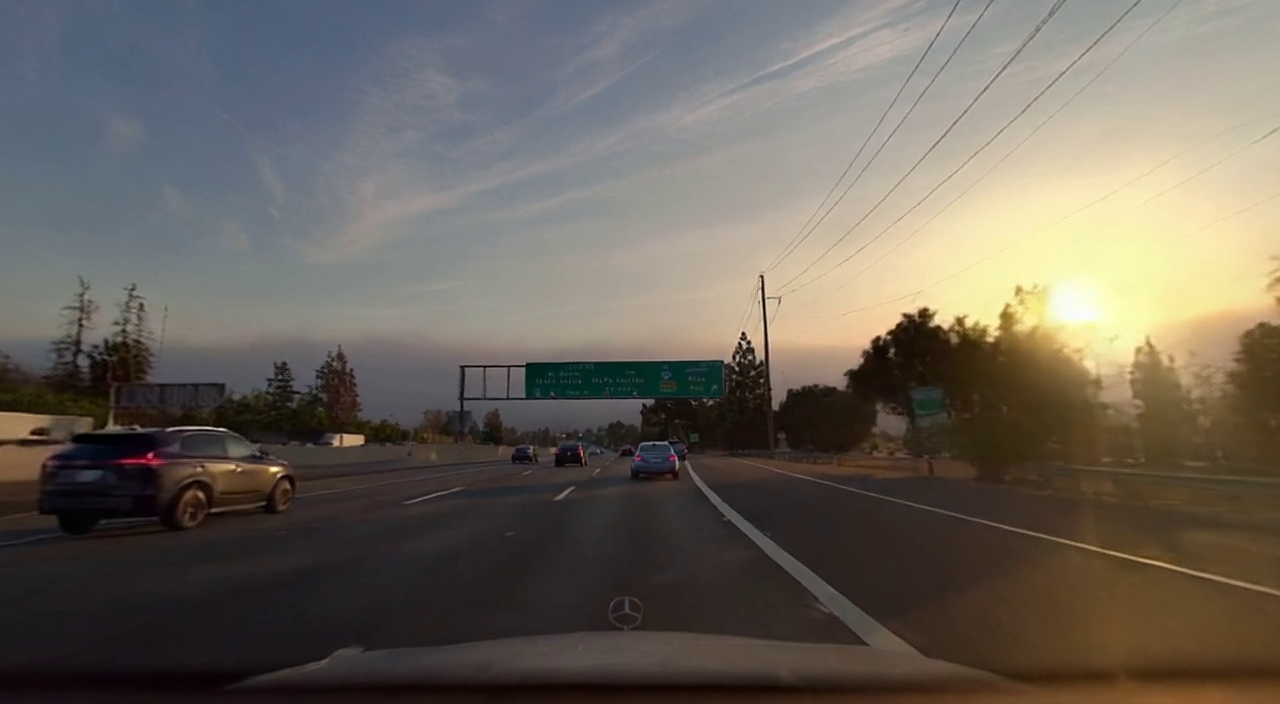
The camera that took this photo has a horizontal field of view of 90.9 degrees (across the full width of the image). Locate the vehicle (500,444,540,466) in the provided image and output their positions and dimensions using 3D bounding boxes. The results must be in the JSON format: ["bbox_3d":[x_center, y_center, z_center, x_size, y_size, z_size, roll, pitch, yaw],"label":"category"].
[{"bbox_3d":[-8.455,7.280,44.753,1.974,1.464,4.733,0,-8,-1],"label":"vehicle"}]

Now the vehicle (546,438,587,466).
[{"bbox_3d":[-4.759,6.593,41.698,2.289,1.777,4.534,0,-8,-2],"label":"vehicle"}]

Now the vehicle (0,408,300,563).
[{"bbox_3d":[-7.804,1.924,9.893,2.206,1.788,4.914,0,-8,0],"label":"vehicle"}]

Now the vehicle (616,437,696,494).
[{"bbox_3d":[0.357,3.259,18.530,2.082,1.482,4.126,0,-8,-2],"label":"vehicle"}]
